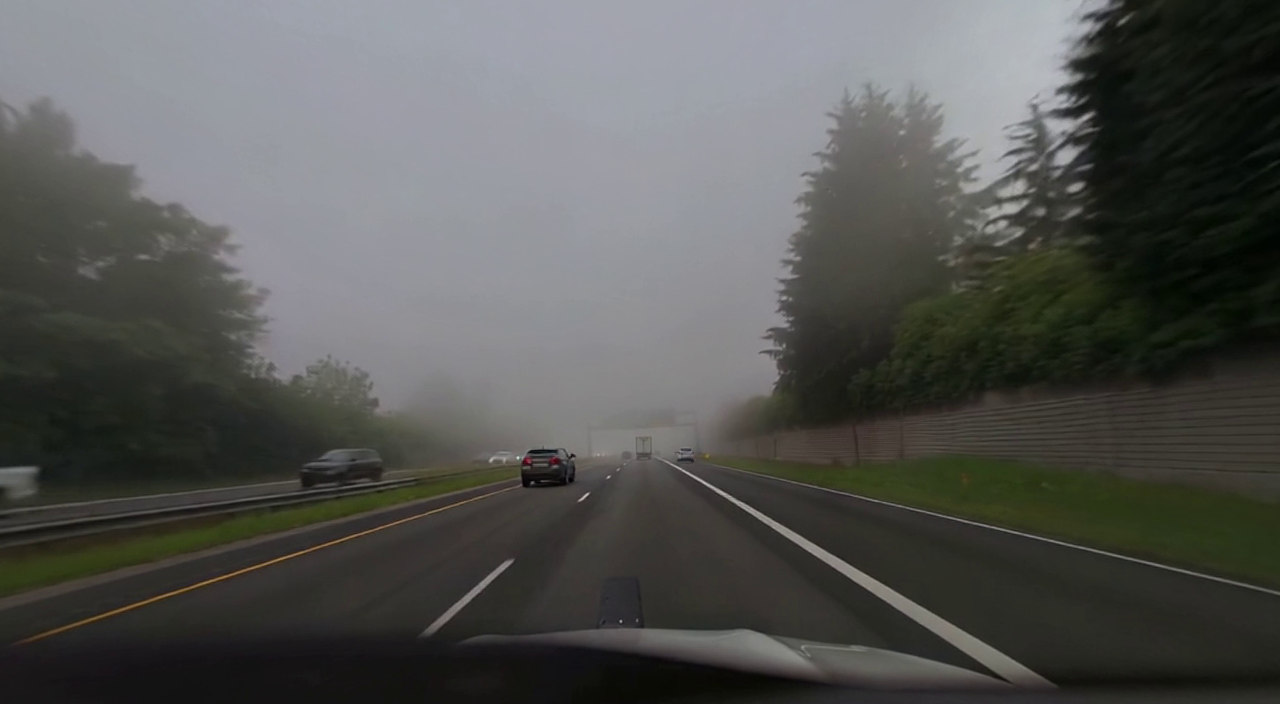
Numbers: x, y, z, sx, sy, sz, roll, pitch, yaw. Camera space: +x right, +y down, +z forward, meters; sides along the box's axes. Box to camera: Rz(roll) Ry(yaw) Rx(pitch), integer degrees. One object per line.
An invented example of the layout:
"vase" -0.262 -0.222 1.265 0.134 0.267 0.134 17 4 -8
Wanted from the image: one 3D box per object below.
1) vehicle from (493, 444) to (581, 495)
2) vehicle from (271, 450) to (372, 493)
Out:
"vehicle" -3.232 3.794 20.780 2.020 1.475 4.434 0 -9 2
"vehicle" -11.960 4.473 23.980 1.752 1.444 3.929 0 -9 1
